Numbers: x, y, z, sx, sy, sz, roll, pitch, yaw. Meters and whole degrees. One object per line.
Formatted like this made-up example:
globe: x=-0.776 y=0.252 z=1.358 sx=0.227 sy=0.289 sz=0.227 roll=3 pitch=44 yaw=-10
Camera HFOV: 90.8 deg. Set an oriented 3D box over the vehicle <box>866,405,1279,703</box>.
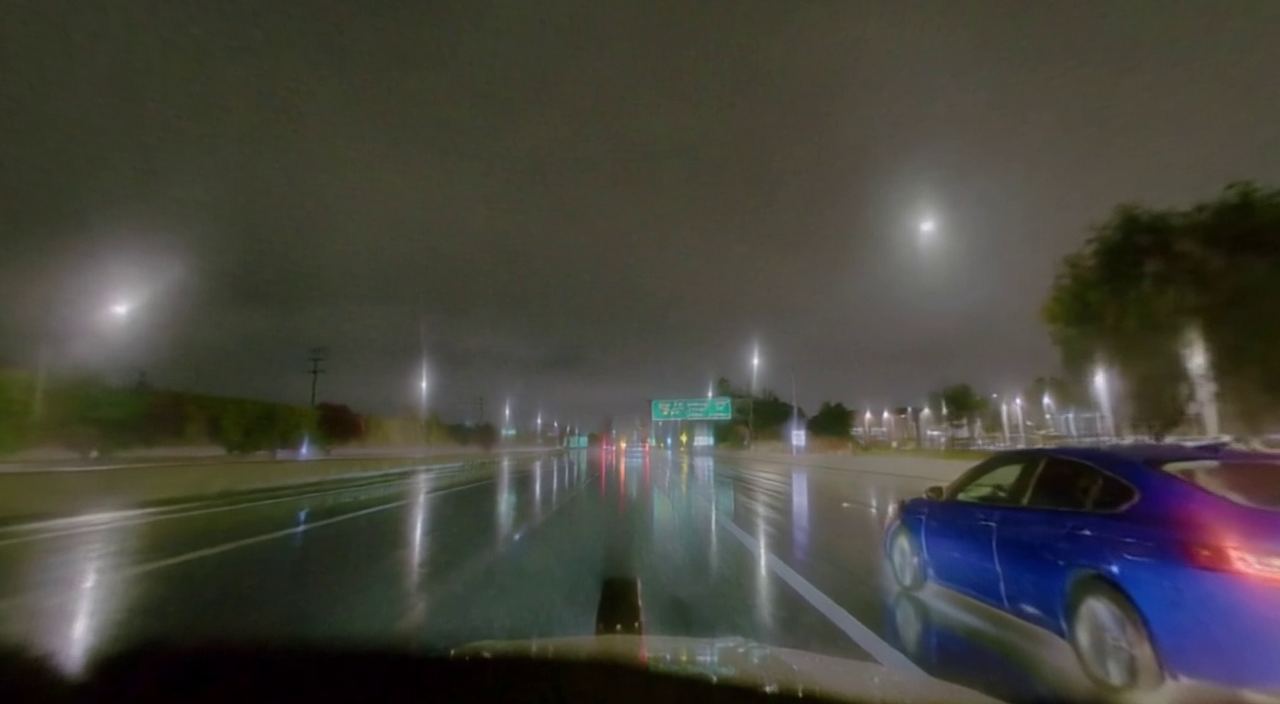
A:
vehicle: x=3.416 y=1.227 z=4.276 sx=1.989 sy=1.479 sz=4.670 roll=0 pitch=-9 yaw=-1
